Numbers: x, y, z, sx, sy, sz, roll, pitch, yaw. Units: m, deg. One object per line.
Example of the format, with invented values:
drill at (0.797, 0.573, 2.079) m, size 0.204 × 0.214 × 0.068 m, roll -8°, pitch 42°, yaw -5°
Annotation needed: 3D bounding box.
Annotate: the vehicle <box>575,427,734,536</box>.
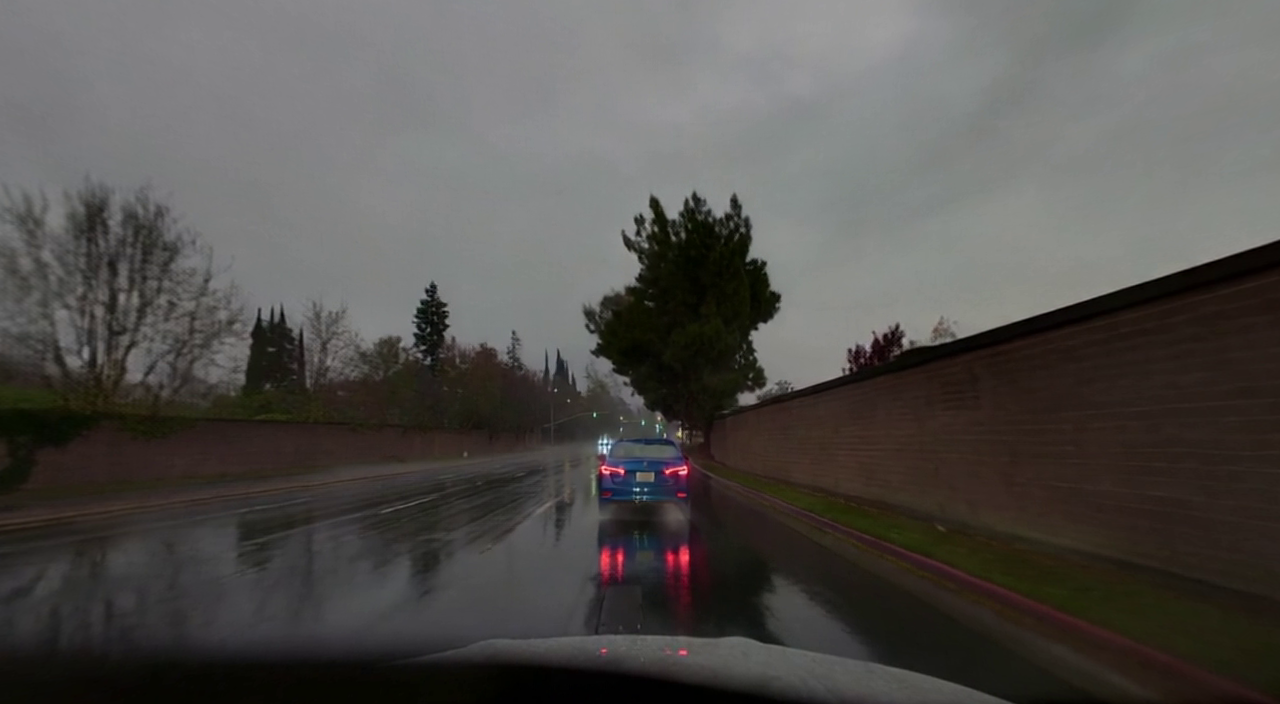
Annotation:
vehicle at (0.176, 2.126, 11.005) m, size 2.205 × 1.509 × 4.272 m, roll 0°, pitch -8°, yaw -1°
